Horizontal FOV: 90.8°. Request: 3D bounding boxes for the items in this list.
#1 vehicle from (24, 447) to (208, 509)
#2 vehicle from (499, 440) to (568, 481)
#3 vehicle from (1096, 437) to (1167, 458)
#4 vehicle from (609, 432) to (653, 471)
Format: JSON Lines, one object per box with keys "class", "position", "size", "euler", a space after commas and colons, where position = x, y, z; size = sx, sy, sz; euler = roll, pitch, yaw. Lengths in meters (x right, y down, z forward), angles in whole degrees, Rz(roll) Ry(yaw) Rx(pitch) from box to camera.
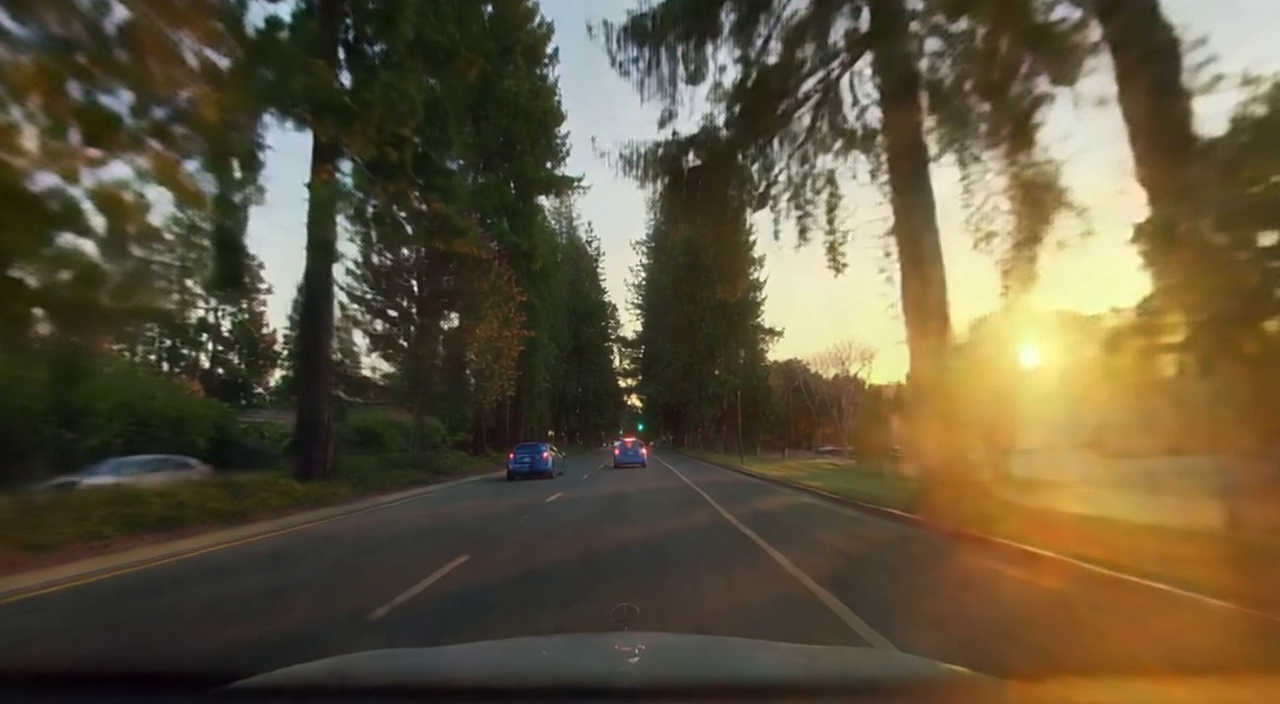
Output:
{"class": "vehicle", "position": [-16.343, 3.895, 20.105], "size": [1.896, 1.712, 4.523], "euler": [0, -8, 0]}
{"class": "vehicle", "position": [-4.086, 4.221, 24.873], "size": [1.917, 1.448, 4.178], "euler": [0, -8, 1]}
{"class": "vehicle", "position": [33.583, 6.540, 43.181], "size": [3.531, 1.422, 1.598], "euler": [1, -9, -5]}
{"class": "vehicle", "position": [-0.458, 4.907, 31.269], "size": [2.018, 1.769, 3.897], "euler": [0, -8, -1]}
